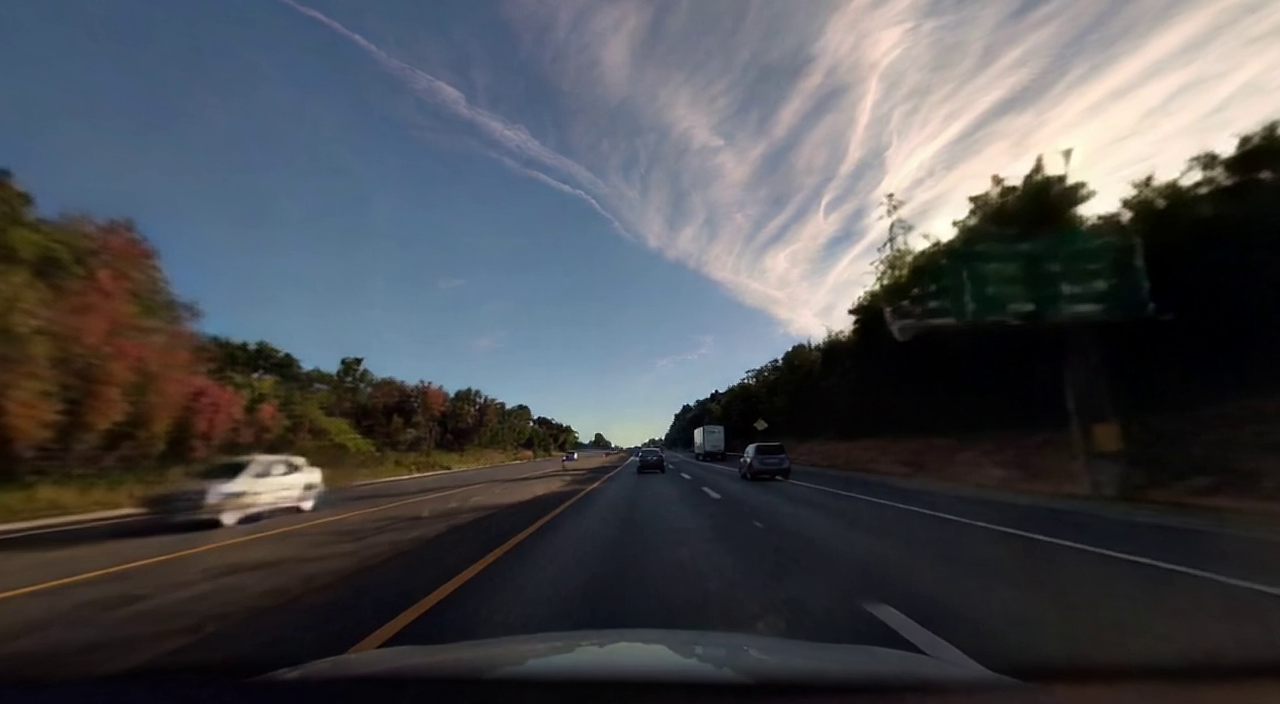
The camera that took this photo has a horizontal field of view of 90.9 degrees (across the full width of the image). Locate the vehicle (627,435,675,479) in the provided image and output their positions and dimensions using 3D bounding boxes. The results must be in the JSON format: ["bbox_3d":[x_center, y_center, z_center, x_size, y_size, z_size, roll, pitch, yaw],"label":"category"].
[{"bbox_3d":[0.501,5.024,30.285,2.143,1.925,4.101,0,-9,0],"label":"vehicle"}]

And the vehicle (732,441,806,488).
[{"bbox_3d":[4.610,4.053,23.067,1.868,1.566,3.509,0,-9,-1],"label":"vehicle"}]

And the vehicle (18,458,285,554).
[{"bbox_3d":[-9.429,2.950,12.785,1.827,1.488,4.455,0,-9,0],"label":"vehicle"}]
